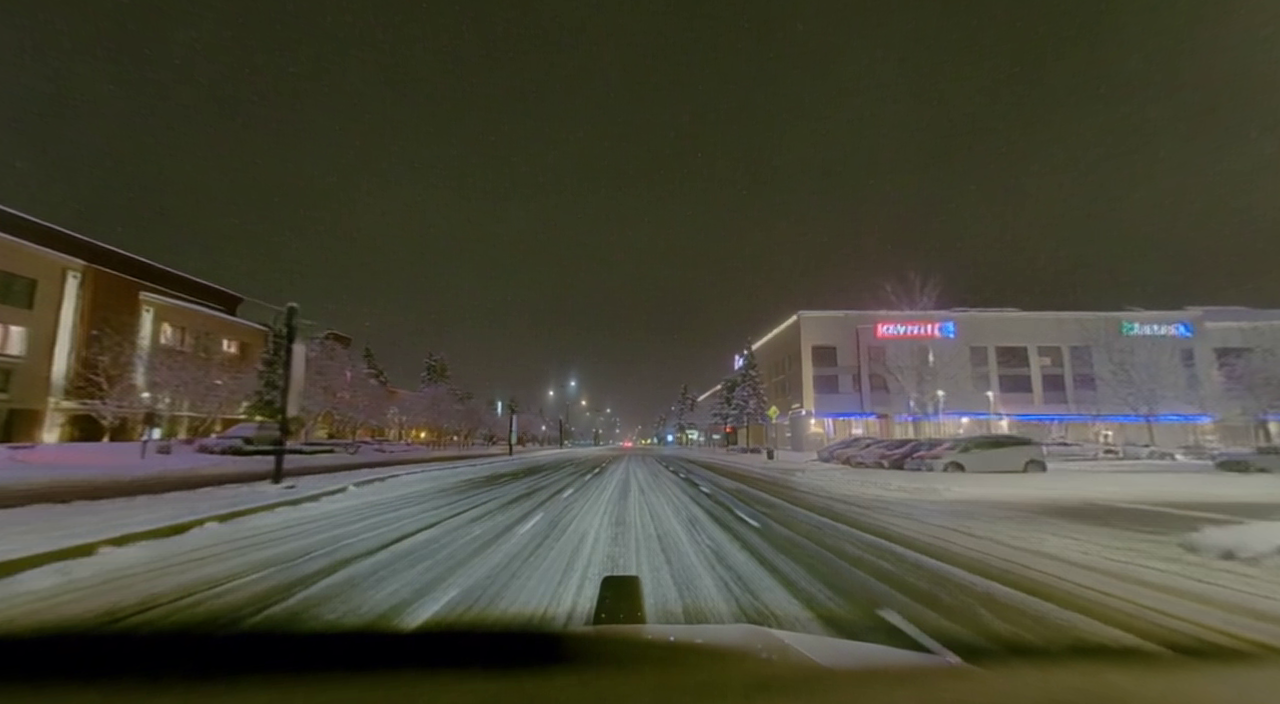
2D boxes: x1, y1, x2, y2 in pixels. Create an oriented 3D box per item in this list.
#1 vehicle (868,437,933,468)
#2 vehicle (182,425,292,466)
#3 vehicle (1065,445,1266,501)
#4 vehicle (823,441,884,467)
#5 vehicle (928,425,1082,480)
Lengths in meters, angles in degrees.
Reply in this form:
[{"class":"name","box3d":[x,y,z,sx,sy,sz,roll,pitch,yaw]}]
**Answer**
[{"class":"vehicle","box3d":[15.616,6.064,38.169,1.893,1.727,4.285,0,-8,-3]},{"class":"vehicle","box3d":[-31.404,7.286,49.393,6.892,2.879,2.222,-1,-8,-3]},{"class":"vehicle","box3d":[15.790,3.615,19.459,1.936,1.464,4.867,0,-8,-1]},{"class":"vehicle","box3d":[12.884,6.179,38.490,1.865,1.434,4.373,1,-8,-5]},{"class":"vehicle","box3d":[14.813,4.146,26.218,2.189,1.951,5.828,-1,-9,-10]}]
